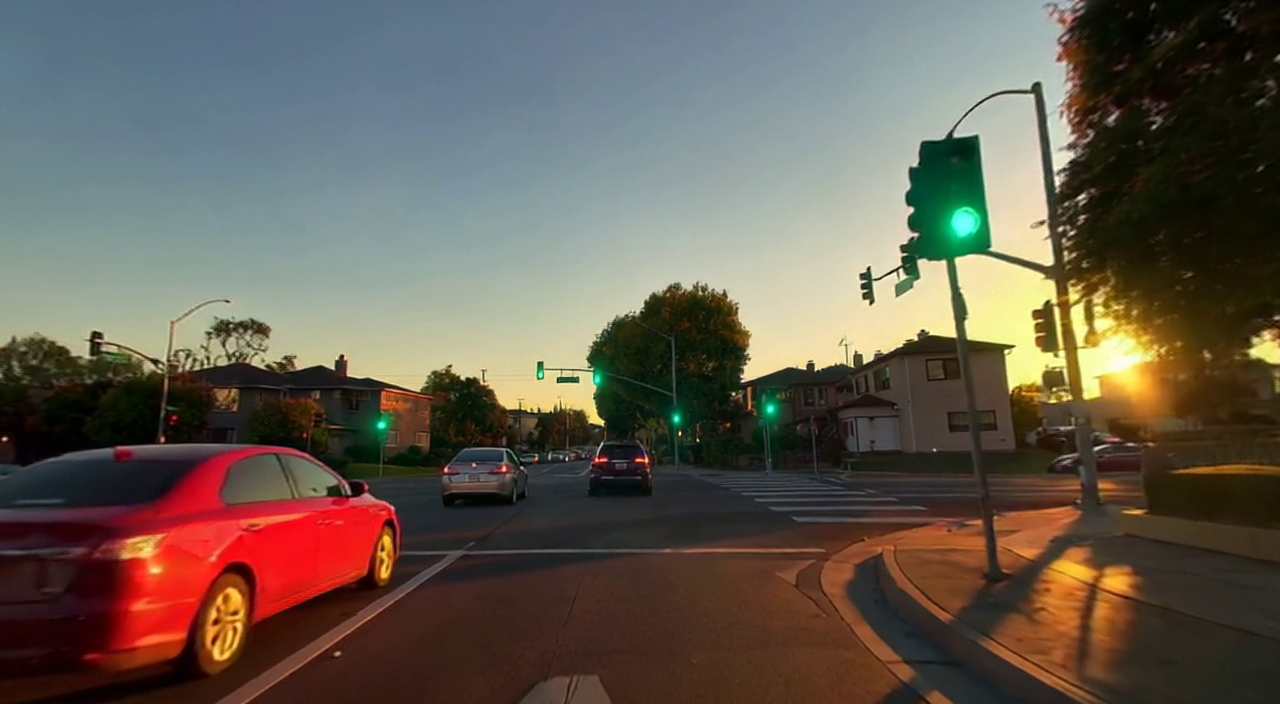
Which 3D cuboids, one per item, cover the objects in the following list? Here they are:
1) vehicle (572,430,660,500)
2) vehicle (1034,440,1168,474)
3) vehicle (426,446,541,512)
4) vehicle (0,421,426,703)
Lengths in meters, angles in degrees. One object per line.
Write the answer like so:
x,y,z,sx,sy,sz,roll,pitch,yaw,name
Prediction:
-0.732,3.444,19.625,2.396,1.881,4.606,0,-9,-2,vehicle
20.542,4.694,28.330,4.353,1.431,1.876,-2,-9,13,vehicle
-3.885,3.205,16.493,1.934,1.459,4.368,0,-9,-1,vehicle
-3.576,1.419,5.210,1.977,1.488,4.741,0,-9,0,vehicle
